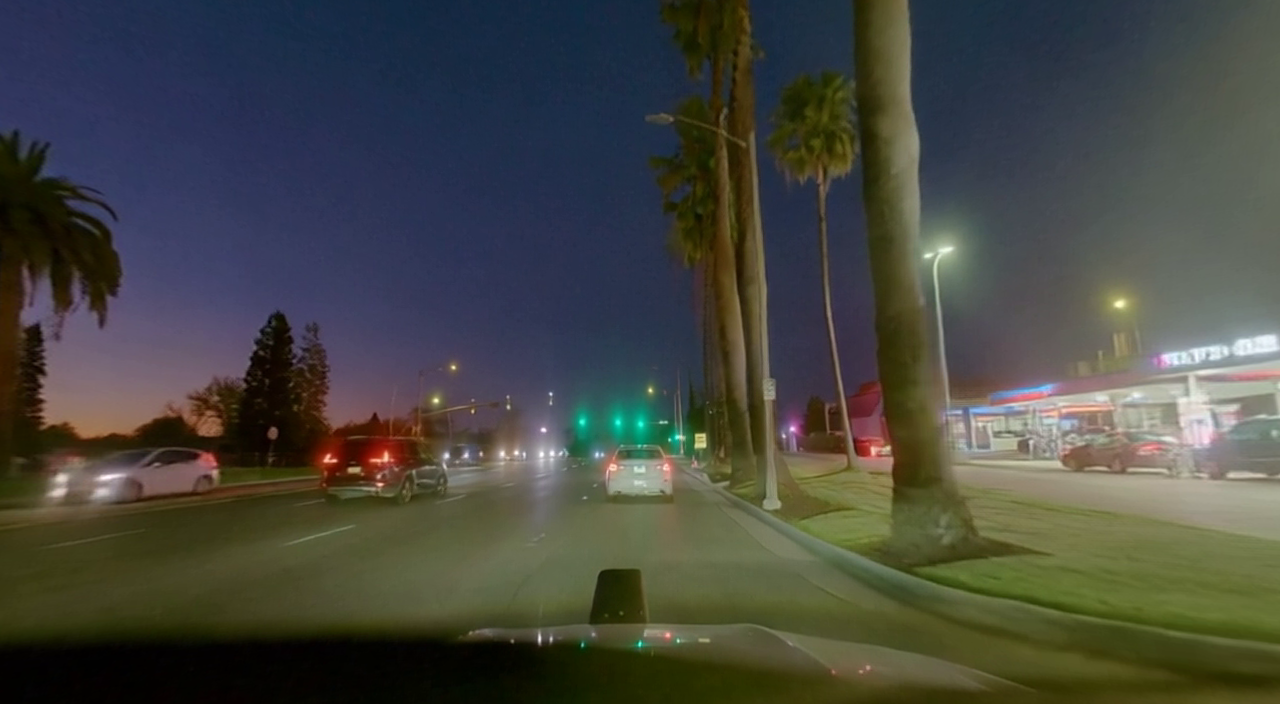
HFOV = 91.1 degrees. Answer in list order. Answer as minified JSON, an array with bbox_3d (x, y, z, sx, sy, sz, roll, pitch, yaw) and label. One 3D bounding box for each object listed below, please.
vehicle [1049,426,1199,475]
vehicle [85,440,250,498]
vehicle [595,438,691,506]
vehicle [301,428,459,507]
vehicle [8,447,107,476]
[{"bbox_3d":[16.709,3.461,22.029,1.902,1.502,4.395,0,-9,3],"label":"vehicle"},{"bbox_3d":[-16.427,4.084,22.250,2.136,1.786,4.798,1,-9,-2],"label":"vehicle"},{"bbox_3d":[0.070,3.025,16.263,2.145,1.483,4.453,0,-9,0],"label":"vehicle"},{"bbox_3d":[-6.308,2.861,15.902,2.057,1.705,4.394,0,-9,1],"label":"vehicle"},{"bbox_3d":[-35.550,6.688,38.492,1.888,1.650,4.369,1,-9,-3],"label":"vehicle"}]
